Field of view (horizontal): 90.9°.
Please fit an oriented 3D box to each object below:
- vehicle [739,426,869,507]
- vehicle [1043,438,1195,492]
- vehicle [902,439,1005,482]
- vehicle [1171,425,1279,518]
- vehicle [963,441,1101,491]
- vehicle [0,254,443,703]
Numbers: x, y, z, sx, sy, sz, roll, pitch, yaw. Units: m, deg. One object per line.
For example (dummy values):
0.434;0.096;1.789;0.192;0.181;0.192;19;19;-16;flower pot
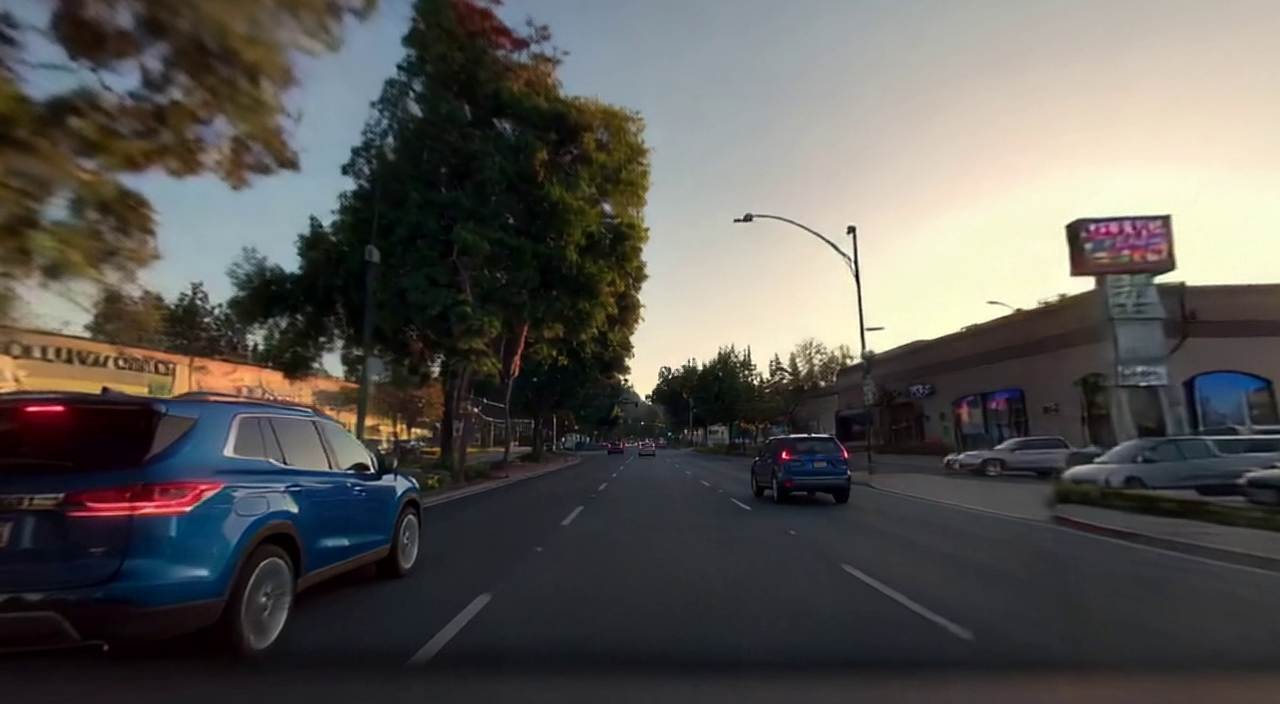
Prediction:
3.962;2.846;16.097;2.024;1.773;4.431;0;-8;-1;vehicle
16.339;3.832;21.818;1.896;1.661;4.166;0;-8;-1;vehicle
13.549;4.695;27.635;1.880;1.671;5.180;0;-8;0;vehicle
12.161;2.101;11.038;1.781;1.615;4.095;1;-9;-8;vehicle
13.539;3.929;22.193;1.845;1.497;4.709;-2;-8;1;vehicle
-3.269;0.970;4.409;2.210;1.925;4.838;0;-8;0;vehicle
